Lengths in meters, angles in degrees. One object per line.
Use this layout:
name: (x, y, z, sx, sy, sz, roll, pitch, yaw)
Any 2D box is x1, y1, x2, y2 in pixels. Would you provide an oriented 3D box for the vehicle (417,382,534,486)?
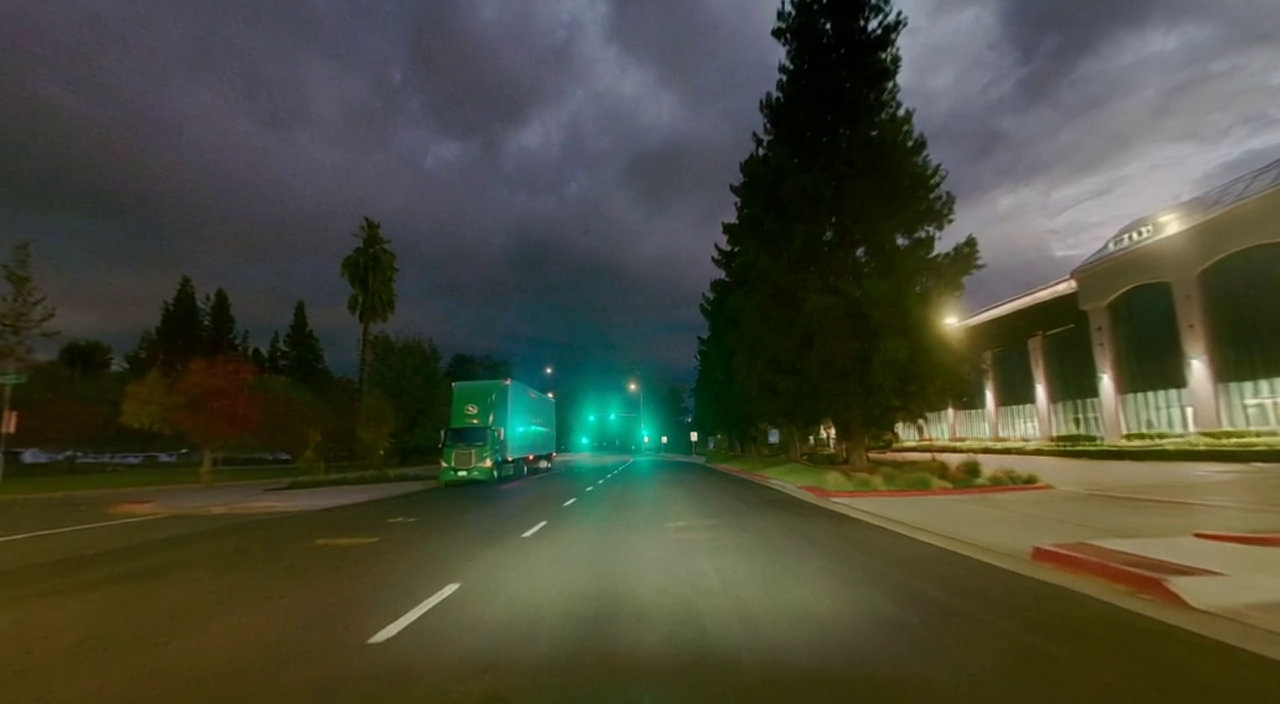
vehicle: (-7.109, 3.787, 28.731, 3.053, 4.058, 8.110, 0, -9, 0)
